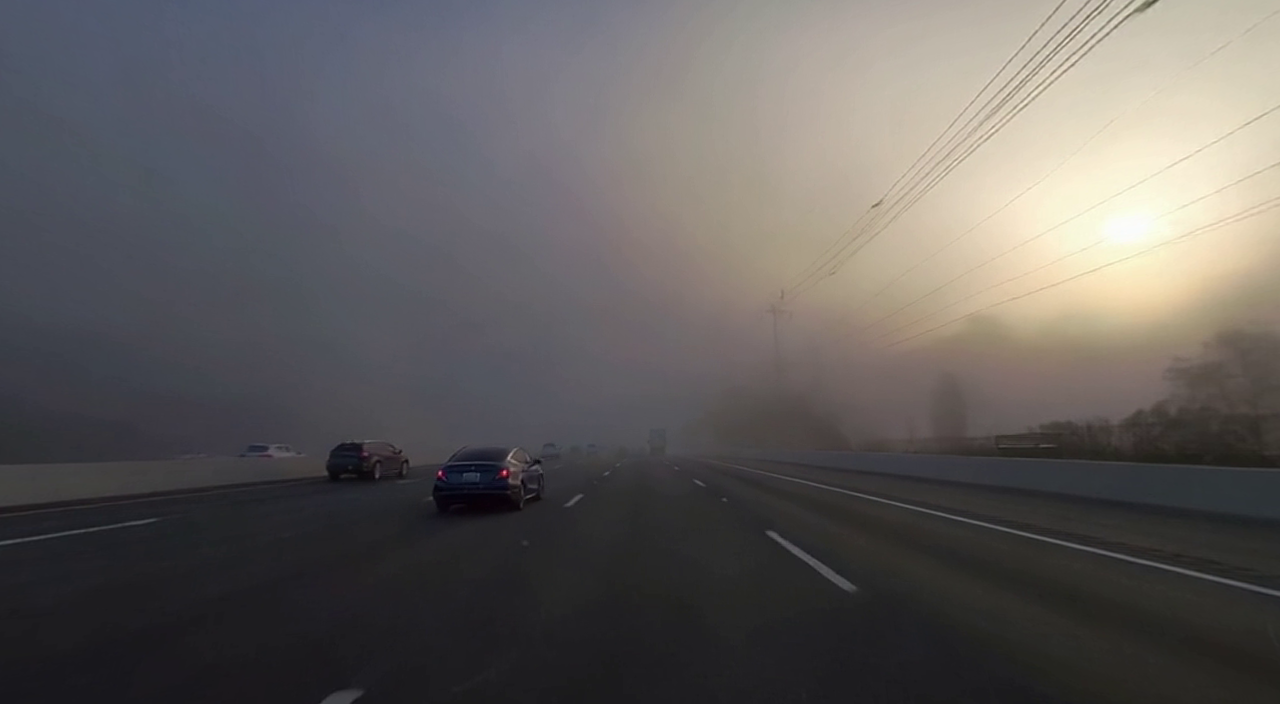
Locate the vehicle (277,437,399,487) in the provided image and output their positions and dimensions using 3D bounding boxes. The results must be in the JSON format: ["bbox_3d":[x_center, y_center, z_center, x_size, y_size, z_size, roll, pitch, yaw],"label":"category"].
[{"bbox_3d":[-10.883,3.977,23.159,2.058,1.621,4.739,0,-9,1],"label":"vehicle"}]

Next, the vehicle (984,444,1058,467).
[{"bbox_3d":[26.380,7.180,43.746,1.818,1.470,4.404,2,-9,-12],"label":"vehicle"}]

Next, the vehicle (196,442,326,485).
[{"bbox_3d":[-14.587,4.306,24.648,2.039,1.516,4.780,0,-9,1],"label":"vehicle"}]

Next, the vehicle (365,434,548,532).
[{"bbox_3d":[-3.271,2.448,12.502,2.045,1.532,4.954,0,-9,1],"label":"vehicle"}]
